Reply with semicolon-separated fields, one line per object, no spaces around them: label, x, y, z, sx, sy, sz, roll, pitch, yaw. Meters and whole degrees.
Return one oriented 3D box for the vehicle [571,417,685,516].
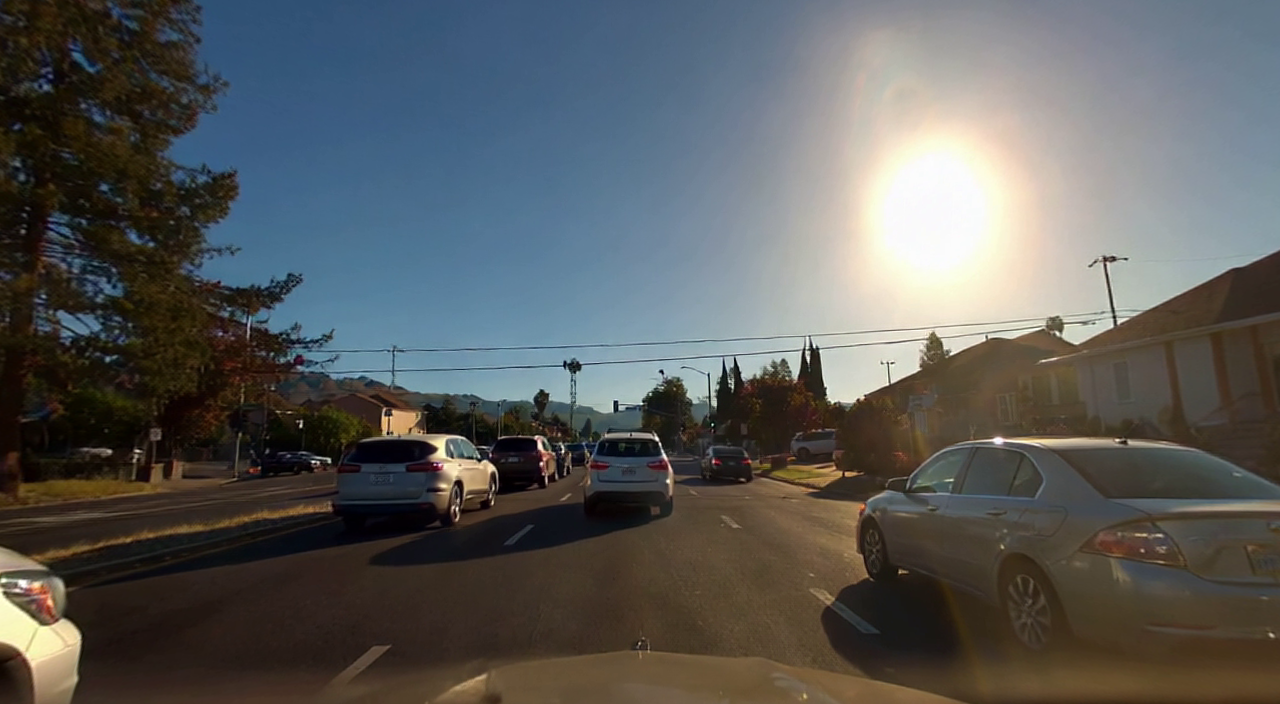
vehicle;-0.277;2.490;14.193;2.164;1.867;4.254;0;-8;-1

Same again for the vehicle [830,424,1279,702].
vehicle;3.469;1.479;5.776;1.977;1.480;4.589;0;-8;-1

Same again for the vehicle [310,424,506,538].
vehicle;-3.724;2.127;11.086;1.864;1.576;4.324;0;-8;-1

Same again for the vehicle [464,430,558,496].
vehicle;-3.649;3.223;18.678;1.932;1.695;4.150;0;-8;0

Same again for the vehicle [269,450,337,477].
vehicle;-22.381;7.399;42.184;2.060;1.643;4.623;0;-8;-1

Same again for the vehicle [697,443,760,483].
vehicle;3.484;4.436;25.651;1.880;1.476;3.932;0;-8;-1
